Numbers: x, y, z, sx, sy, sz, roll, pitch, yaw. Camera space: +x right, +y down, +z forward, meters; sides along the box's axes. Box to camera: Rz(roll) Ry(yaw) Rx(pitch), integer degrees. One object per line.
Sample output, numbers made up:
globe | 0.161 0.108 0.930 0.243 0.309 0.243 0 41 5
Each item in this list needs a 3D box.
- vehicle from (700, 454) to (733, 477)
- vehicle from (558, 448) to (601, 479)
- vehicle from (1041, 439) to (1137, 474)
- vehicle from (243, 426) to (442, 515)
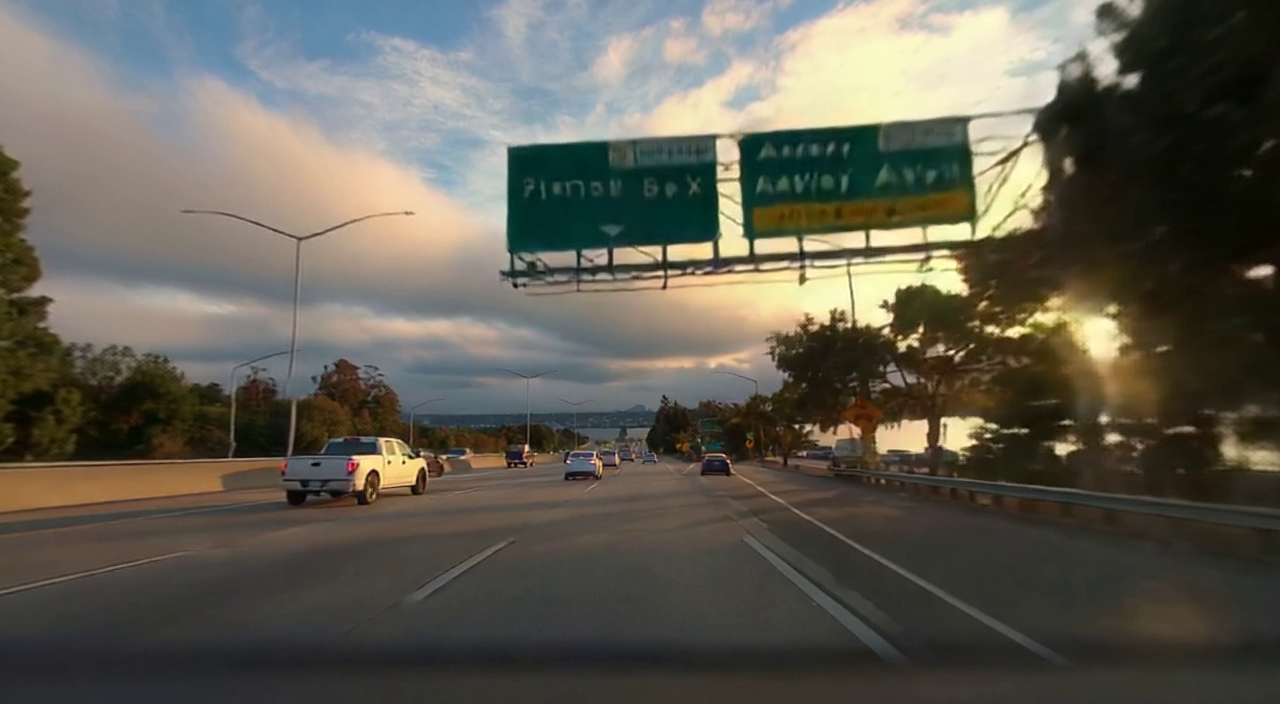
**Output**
vehicle | 5.580 8.272 46.278 2.153 1.510 4.646 0 -9 4
vehicle | -3.689 6.869 39.097 2.132 1.708 4.571 0 -9 1
vehicle | 22.659 5.285 32.065 1.883 1.596 5.181 -1 -9 10
vehicle | -7.291 2.971 16.394 2.250 1.870 5.647 0 -9 2
